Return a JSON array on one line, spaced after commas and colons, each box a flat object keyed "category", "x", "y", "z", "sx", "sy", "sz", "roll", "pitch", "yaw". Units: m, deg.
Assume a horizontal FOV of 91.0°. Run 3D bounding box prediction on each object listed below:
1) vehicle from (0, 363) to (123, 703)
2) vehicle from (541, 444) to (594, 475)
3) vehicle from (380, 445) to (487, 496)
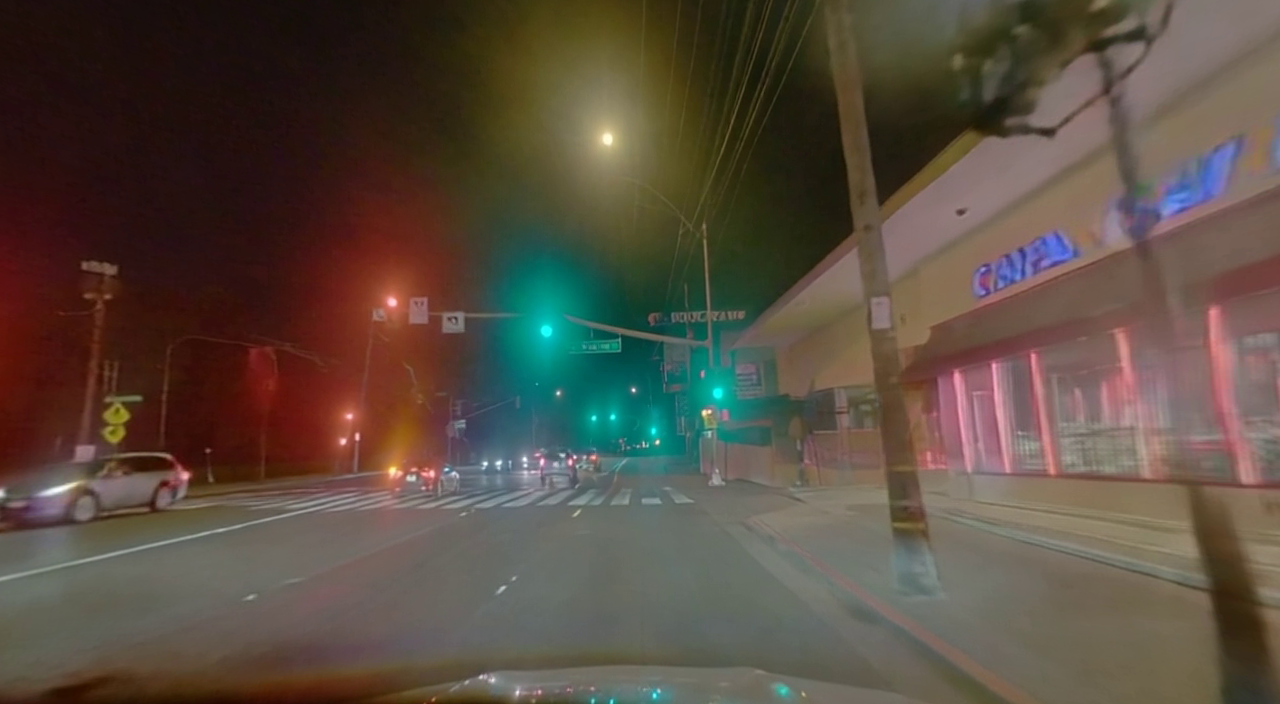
[{"category": "vehicle", "x": -3.418, "y": 0.615, "z": 0.558, "sx": 2.042, "sy": 1.673, "sz": 4.516, "roll": 0, "pitch": -9, "yaw": 0}, {"category": "vehicle", "x": -3.626, "y": 5.472, "z": 32.254, "sx": 2.147, "sy": 1.472, "sz": 4.406, "roll": 0, "pitch": -9, "yaw": 1}, {"category": "vehicle", "x": -6.586, "y": 3.818, "z": 20.711, "sx": 1.960, "sy": 1.479, "sz": 4.654, "roll": 0, "pitch": -9, "yaw": 0}]
